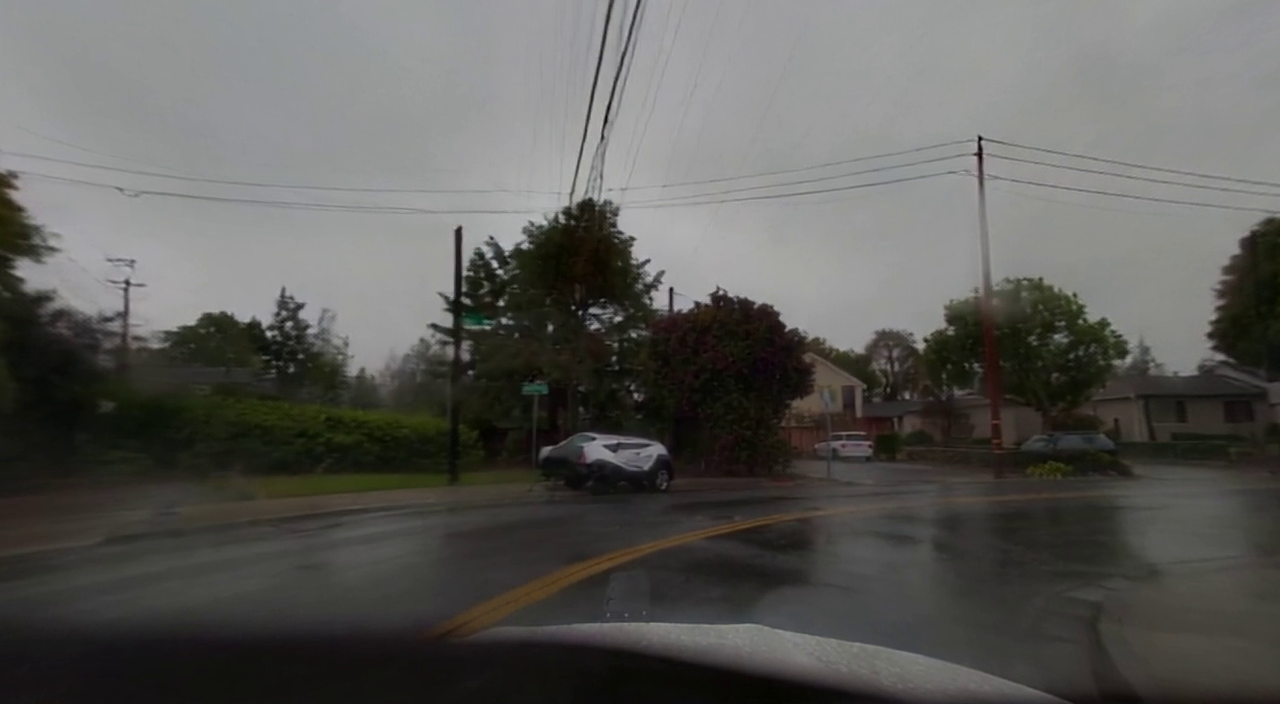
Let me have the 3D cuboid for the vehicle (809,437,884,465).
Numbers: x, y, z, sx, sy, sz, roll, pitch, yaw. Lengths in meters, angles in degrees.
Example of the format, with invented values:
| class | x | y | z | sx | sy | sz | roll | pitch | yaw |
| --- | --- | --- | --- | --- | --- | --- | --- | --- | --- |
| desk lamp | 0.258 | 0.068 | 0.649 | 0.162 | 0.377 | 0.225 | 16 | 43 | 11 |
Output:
| class | x | y | z | sx | sy | sz | roll | pitch | yaw |
| --- | --- | --- | --- | --- | --- | --- | --- | --- | --- |
| vehicle | 12.234 | 5.883 | 37.494 | 3.784 | 1.532 | 1.650 | -1 | -9 | -3 |
